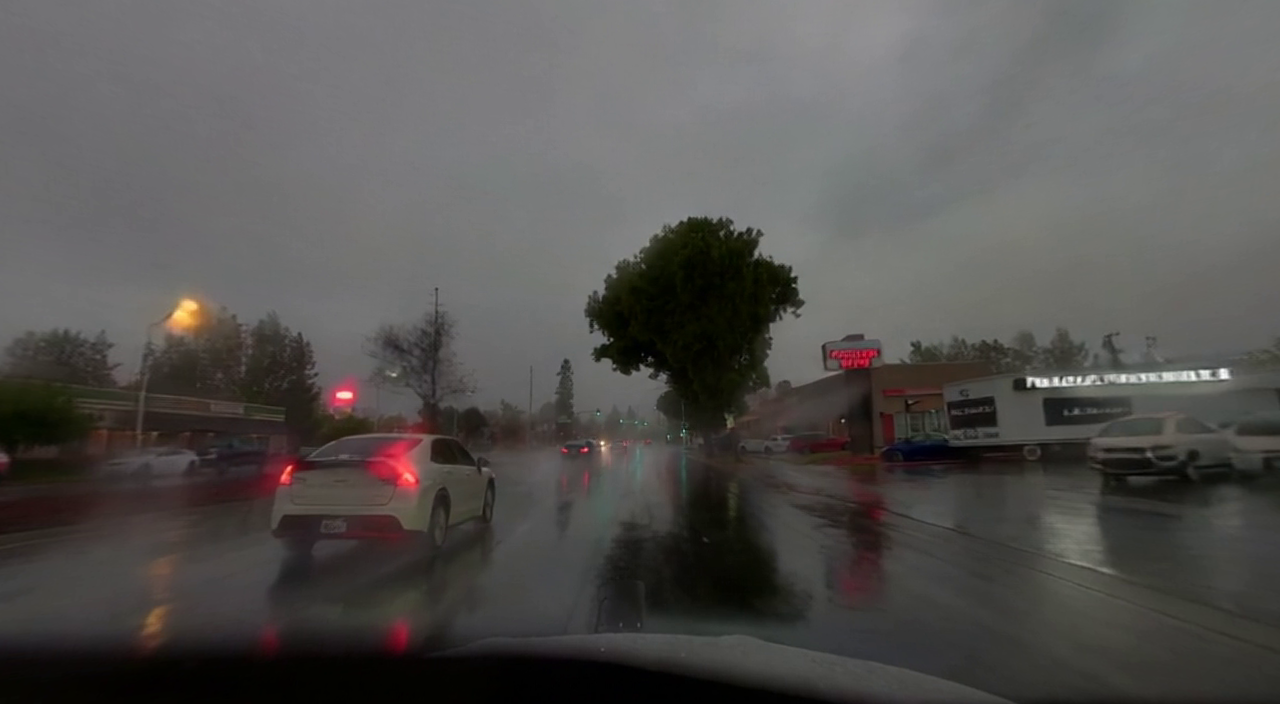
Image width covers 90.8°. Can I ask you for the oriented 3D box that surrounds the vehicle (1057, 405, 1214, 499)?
[{"bbox_3d":[11.895,2.350,15.004,5.297,1.843,2.097,8,-12,-44],"label":"vehicle"}]

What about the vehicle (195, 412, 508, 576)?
[{"bbox_3d":[-3.437,1.805,8.803,2.126,1.655,4.560,0,-9,1],"label":"vehicle"}]

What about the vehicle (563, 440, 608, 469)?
[{"bbox_3d":[-2.966,5.678,35.042,1.955,1.461,4.396,0,-9,2],"label":"vehicle"}]

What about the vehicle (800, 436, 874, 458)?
[{"bbox_3d":[14.298,6.890,45.941,4.697,1.518,1.990,0,-8,-2],"label":"vehicle"}]

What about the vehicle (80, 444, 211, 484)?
[{"bbox_3d":[-25.575,5.787,33.058,2.258,1.896,5.595,0,-9,1],"label":"vehicle"}]

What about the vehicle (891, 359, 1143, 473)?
[{"bbox_3d":[15.199,2.688,26.041,8.300,4.310,2.832,-1,-9,1],"label":"vehicle"}]
